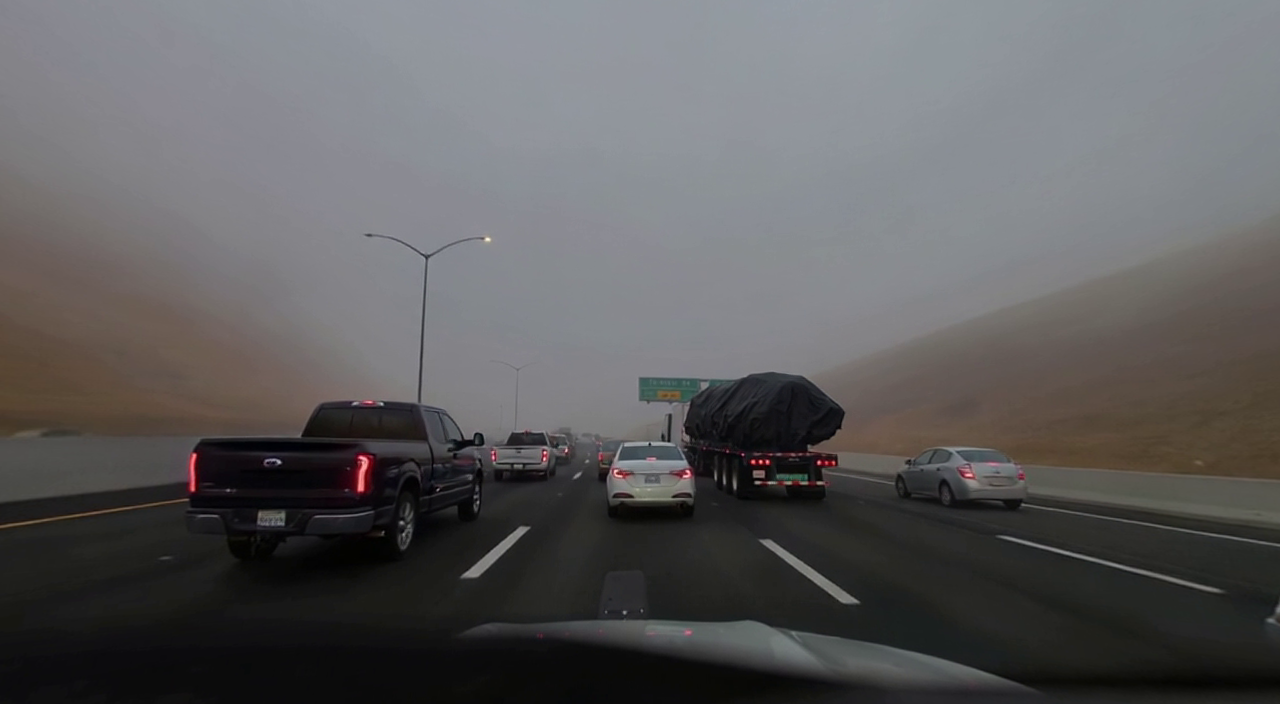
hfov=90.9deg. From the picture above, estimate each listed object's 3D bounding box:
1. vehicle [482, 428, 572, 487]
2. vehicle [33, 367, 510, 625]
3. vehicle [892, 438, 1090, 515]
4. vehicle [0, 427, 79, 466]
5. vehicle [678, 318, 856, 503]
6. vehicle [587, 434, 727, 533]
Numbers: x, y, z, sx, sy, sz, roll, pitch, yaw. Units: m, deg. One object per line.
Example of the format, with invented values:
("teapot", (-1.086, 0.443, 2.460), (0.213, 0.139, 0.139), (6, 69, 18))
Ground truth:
("vehicle", (-3.788, 3.636, 22.166), (2.348, 1.821, 5.061), (0, -8, -1))
("vehicle", (-3.286, 1.444, 7.424), (2.318, 1.902, 5.374), (0, -8, 1))
("vehicle", (7.755, 2.764, 14.556), (2.092, 1.495, 4.194), (0, -8, -1))
("vehicle", (-25.985, 3.874, 25.821), (2.028, 1.489, 4.510), (0, -8, -3))
("vehicle", (3.122, 2.051, 19.464), (2.759, 4.098, 10.906), (0, -8, -2))
("vehicle", (0.199, 2.271, 11.558), (2.105, 1.471, 3.978), (0, -8, -2))
